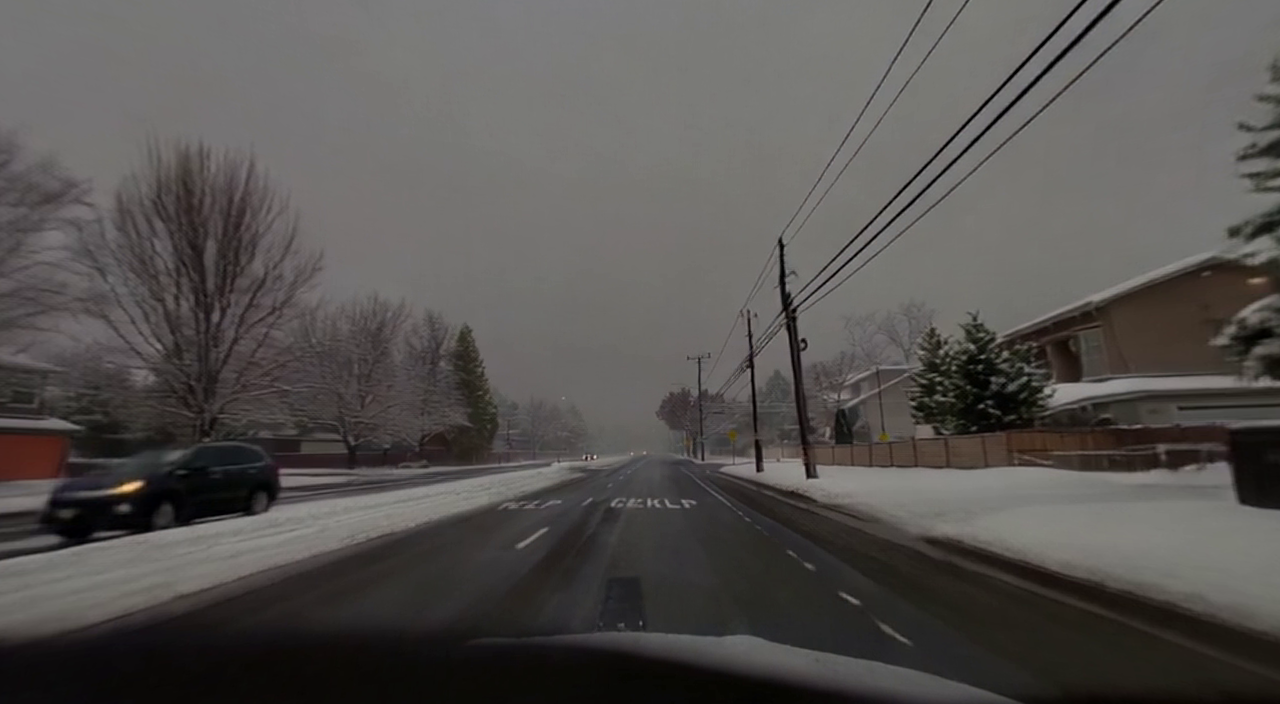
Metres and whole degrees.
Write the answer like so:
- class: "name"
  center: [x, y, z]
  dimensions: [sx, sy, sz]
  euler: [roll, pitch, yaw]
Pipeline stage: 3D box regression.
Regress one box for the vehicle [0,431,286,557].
- class: "vehicle"
  center: [-8.833, 2.375, 11.334]
  dimensions: [2.084, 1.741, 4.737]
  euler: [-1, -9, 2]
